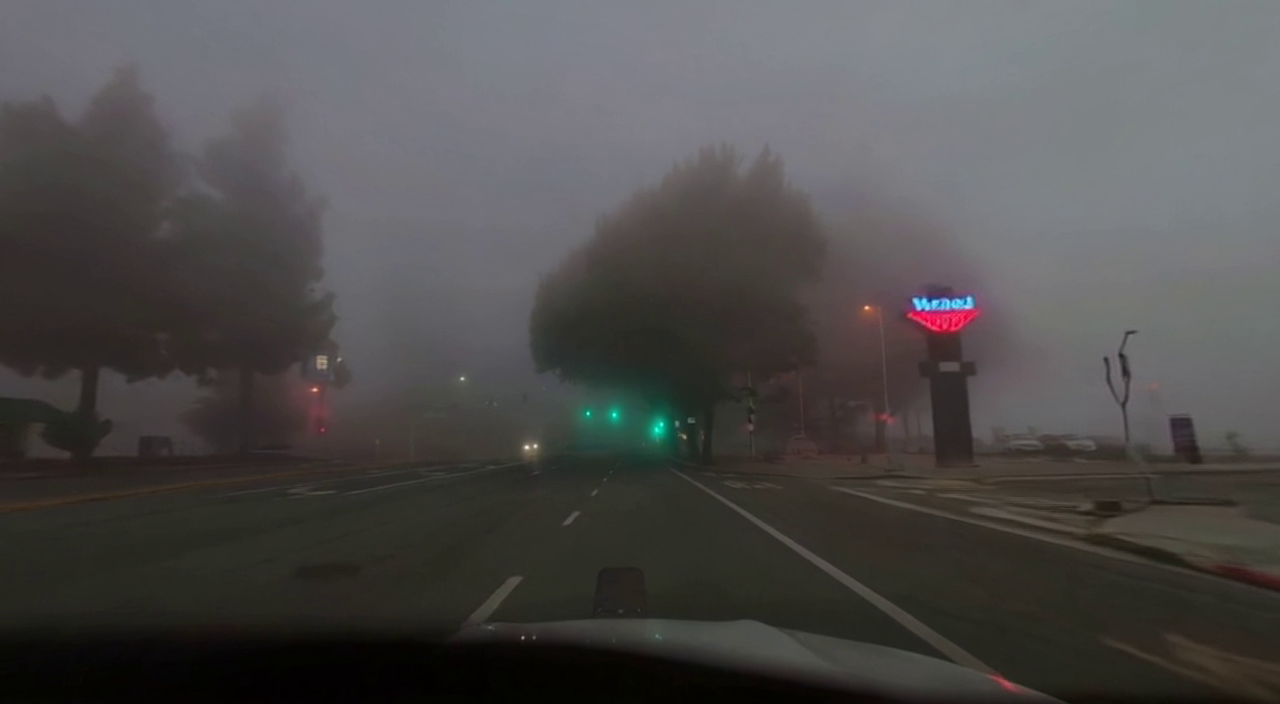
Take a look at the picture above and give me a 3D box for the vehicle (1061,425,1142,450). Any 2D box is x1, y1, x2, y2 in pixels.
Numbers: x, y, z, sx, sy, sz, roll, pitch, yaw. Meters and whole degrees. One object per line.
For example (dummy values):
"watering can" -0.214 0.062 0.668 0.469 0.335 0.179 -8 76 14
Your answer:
"vehicle" 31.675 5.883 43.306 4.051 1.611 1.944 1 -8 -2
